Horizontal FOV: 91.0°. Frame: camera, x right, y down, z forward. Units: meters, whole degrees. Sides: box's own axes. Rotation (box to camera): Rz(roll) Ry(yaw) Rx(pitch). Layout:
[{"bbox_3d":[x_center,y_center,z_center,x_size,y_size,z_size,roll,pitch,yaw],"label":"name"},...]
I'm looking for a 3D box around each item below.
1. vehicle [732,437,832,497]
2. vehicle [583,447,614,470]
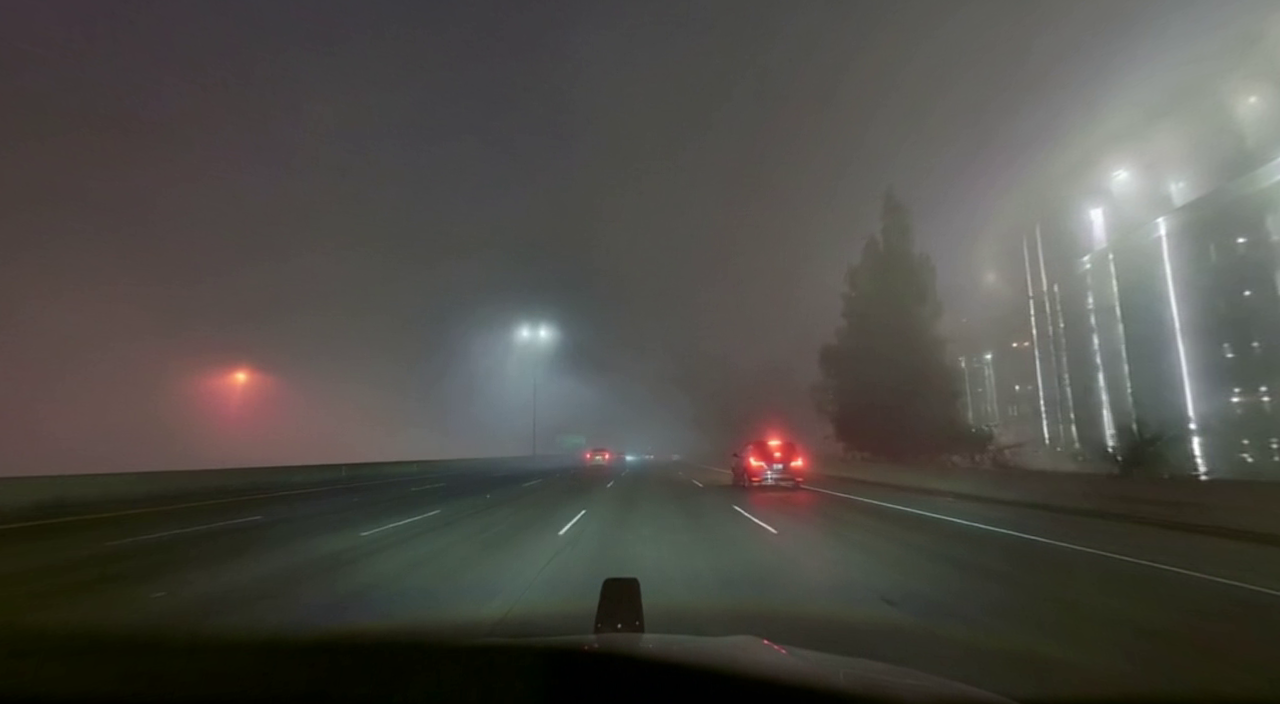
[{"bbox_3d":[4.535,3.744,20.938,2.170,1.733,4.631,0,-9,-1],"label":"vehicle"},{"bbox_3d":[-3.166,8.240,49.000,2.075,1.721,4.763,0,-9,1],"label":"vehicle"}]
